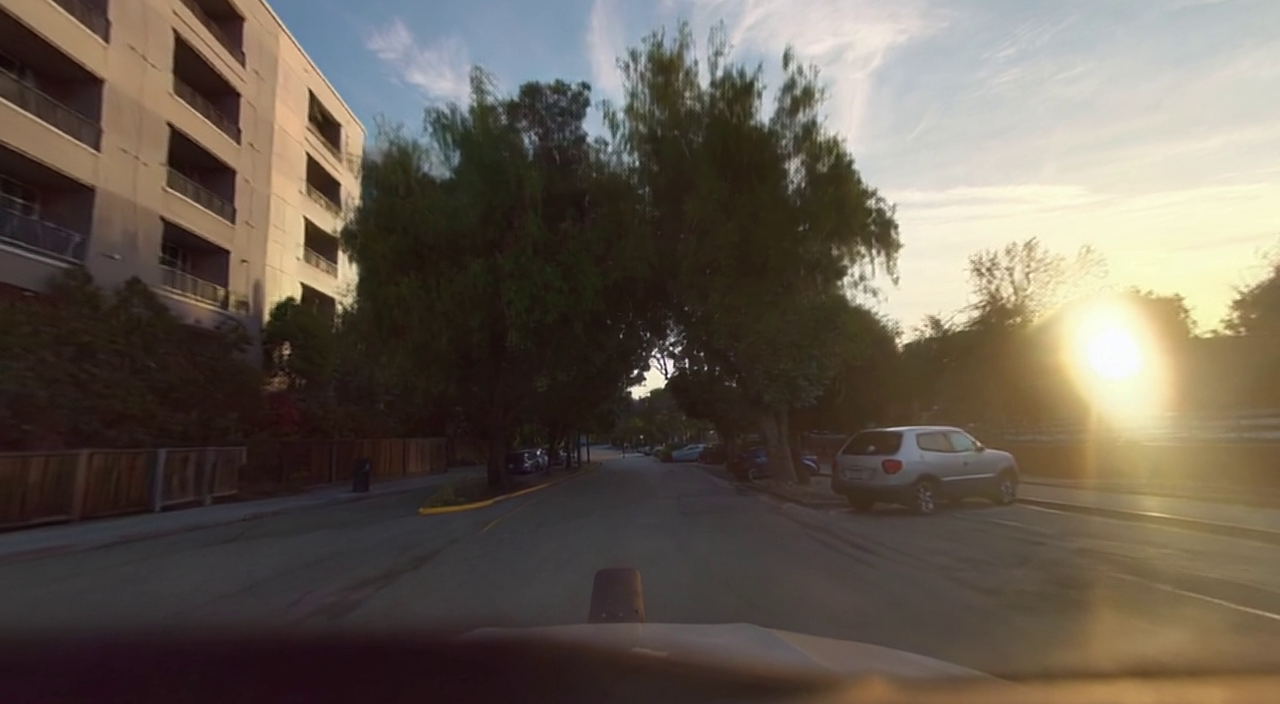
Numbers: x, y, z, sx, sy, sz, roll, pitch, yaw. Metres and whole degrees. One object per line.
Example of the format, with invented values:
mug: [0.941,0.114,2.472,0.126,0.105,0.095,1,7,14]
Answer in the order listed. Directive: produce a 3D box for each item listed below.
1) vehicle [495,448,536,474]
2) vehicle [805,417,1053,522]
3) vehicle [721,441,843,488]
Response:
vehicle: [-8.976,7.872,45.967,2.172,1.707,4.273,0,-8,-1]
vehicle: [6.421,2.449,13.973,5.061,1.829,2.274,2,-8,-29]
vehicle: [5.043,3.938,22.451,3.752,1.494,2.083,5,-9,-30]
